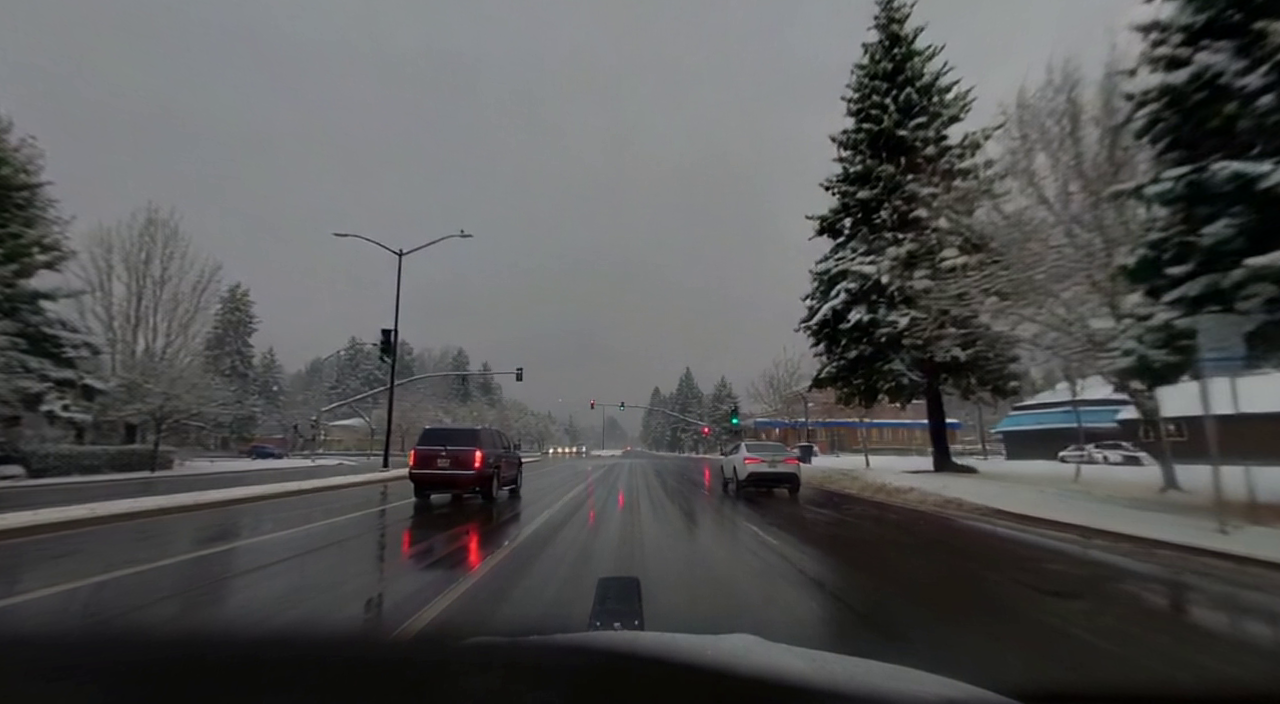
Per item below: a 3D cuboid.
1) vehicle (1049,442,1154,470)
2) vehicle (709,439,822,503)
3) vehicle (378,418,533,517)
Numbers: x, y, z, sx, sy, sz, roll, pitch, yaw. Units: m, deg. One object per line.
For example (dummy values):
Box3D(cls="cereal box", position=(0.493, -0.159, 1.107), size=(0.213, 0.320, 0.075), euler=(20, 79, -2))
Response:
Box3D(cls="vehicle", position=(29.057, 6.575, 39.908), size=(4.810, 1.627, 1.991), euler=(-2, -9, 6))
Box3D(cls="vehicle", position=(3.206, 3.158, 17.275), size=(1.975, 1.502, 4.787), euler=(0, -9, -2))
Box3D(cls="vehicle", position=(-3.781, 2.466, 13.943), size=(1.997, 1.806, 4.500), euler=(0, -9, 1))
